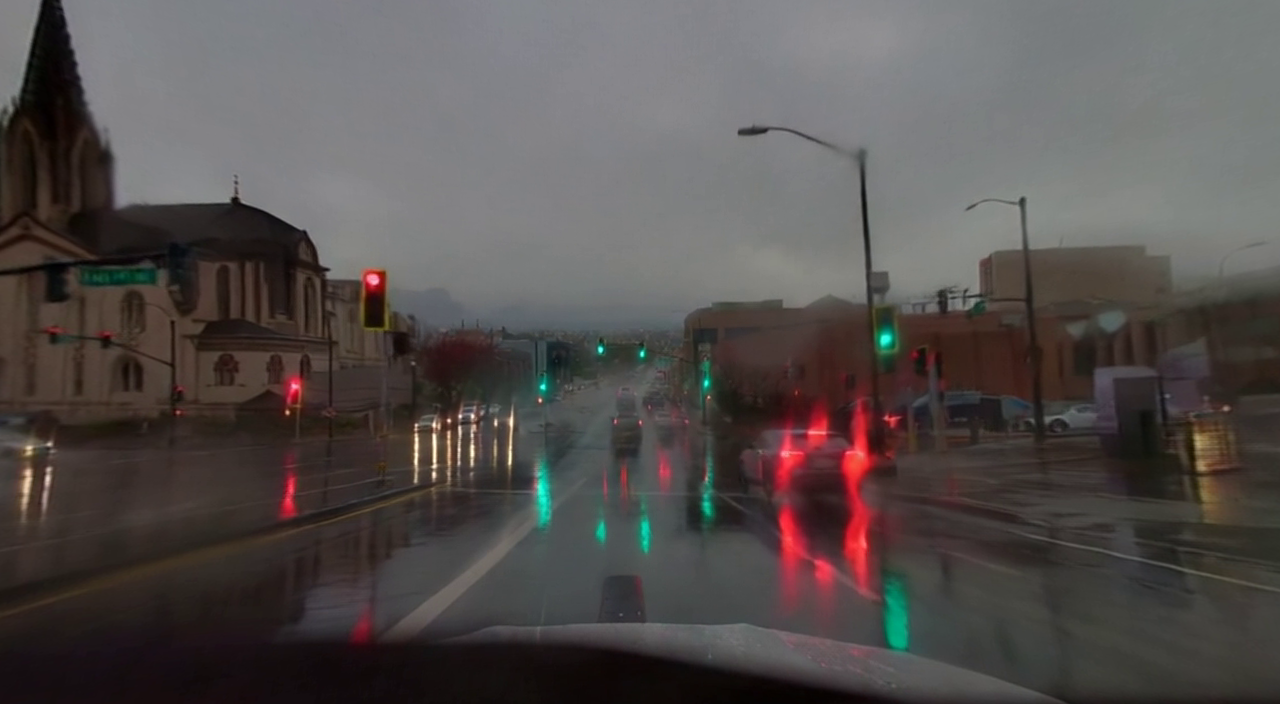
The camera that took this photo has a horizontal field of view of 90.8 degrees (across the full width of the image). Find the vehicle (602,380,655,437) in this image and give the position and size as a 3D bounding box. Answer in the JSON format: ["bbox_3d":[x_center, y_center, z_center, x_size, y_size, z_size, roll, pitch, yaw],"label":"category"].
[{"bbox_3d":[-0.854,3.416,39.237,2.930,3.209,8.154,0,-4,-3],"label":"vehicle"}]

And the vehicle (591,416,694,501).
[{"bbox_3d":[0.029,2.548,15.504,2.168,1.776,4.135,0,-8,-1],"label":"vehicle"}]

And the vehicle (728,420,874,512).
[{"bbox_3d":[3.493,2.566,14.757,2.080,1.735,4.650,2,-8,-1],"label":"vehicle"}]

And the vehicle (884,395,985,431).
[{"bbox_3d":[16.317,3.347,35.130,4.512,1.734,2.143,-2,-4,-4],"label":"vehicle"}]

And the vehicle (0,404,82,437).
[{"bbox_3d":[-45.489,5.118,47.747,2.194,2.092,5.083,0,-2,-3],"label":"vehicle"}]
